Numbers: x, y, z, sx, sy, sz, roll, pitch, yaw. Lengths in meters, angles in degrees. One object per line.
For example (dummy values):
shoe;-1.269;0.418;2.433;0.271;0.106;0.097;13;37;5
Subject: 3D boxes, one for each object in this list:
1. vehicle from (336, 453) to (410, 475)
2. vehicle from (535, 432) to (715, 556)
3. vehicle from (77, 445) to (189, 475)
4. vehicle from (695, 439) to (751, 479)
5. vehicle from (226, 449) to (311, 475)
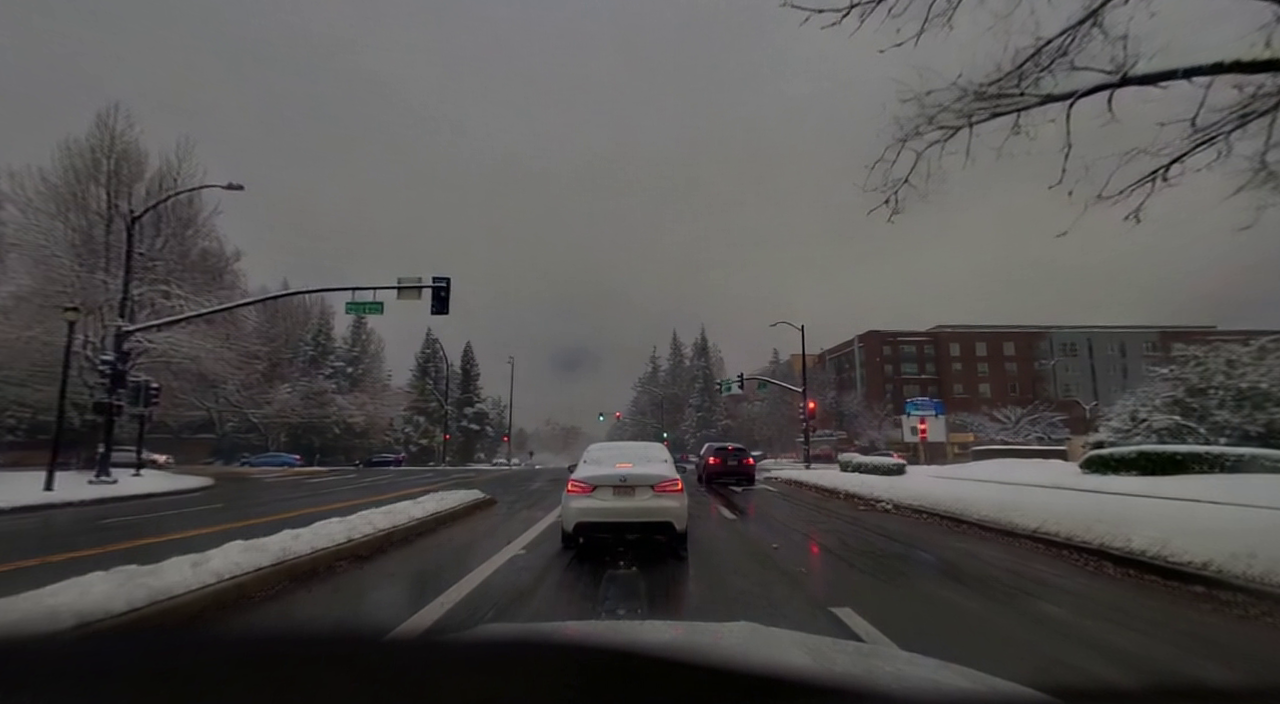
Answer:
vehicle;-19.080;8.028;45.358;4.548;1.449;1.802;2;-9;-12
vehicle;-0.163;2.047;9.853;2.173;1.479;4.264;0;-9;1
vehicle;-31.146;6.640;38.929;4.877;1.754;1.978;2;-9;-11
vehicle;4.081;5.354;31.870;2.092;1.851;4.913;0;-9;-1
vehicle;-25.692;7.610;43.851;4.575;1.718;2.008;2;-9;-11
